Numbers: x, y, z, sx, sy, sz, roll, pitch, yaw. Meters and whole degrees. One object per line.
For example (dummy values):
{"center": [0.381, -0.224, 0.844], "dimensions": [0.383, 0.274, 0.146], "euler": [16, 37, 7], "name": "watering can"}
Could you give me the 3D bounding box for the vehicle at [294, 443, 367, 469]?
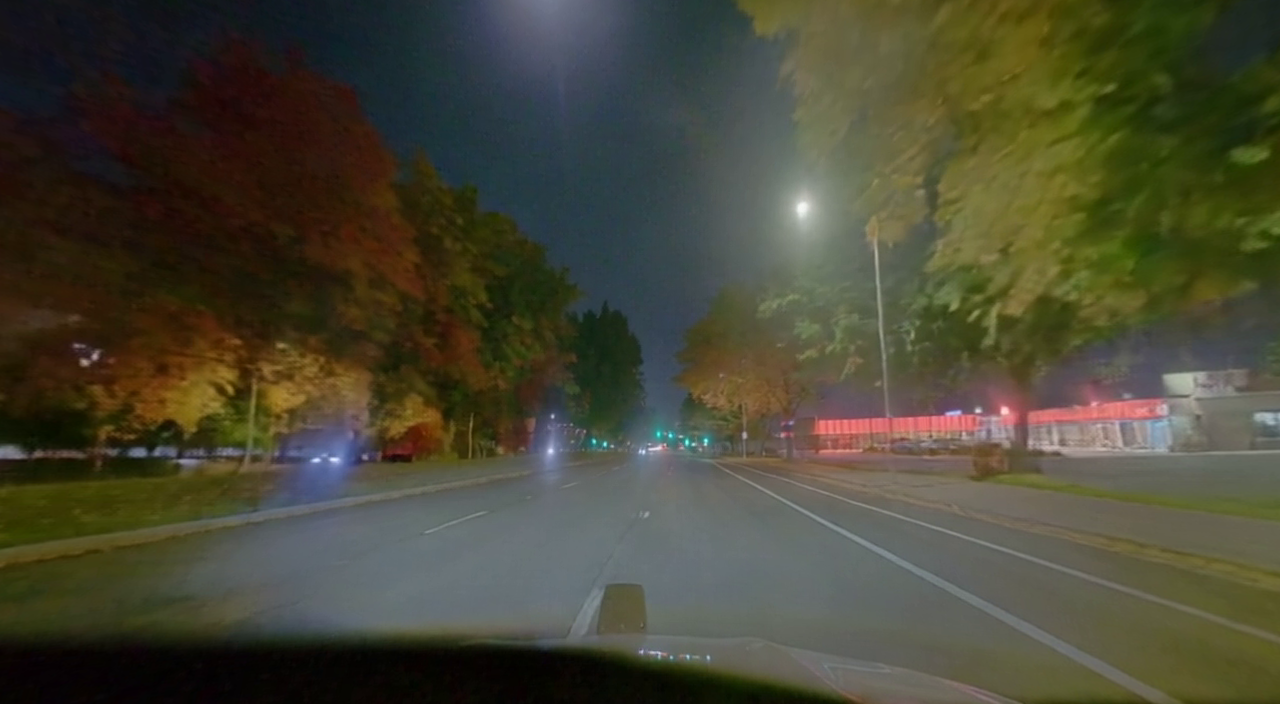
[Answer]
{"center": [-23.056, 7.765, 47.300], "dimensions": [2.162, 1.818, 5.758], "euler": [-1, -9, 4], "name": "vehicle"}
